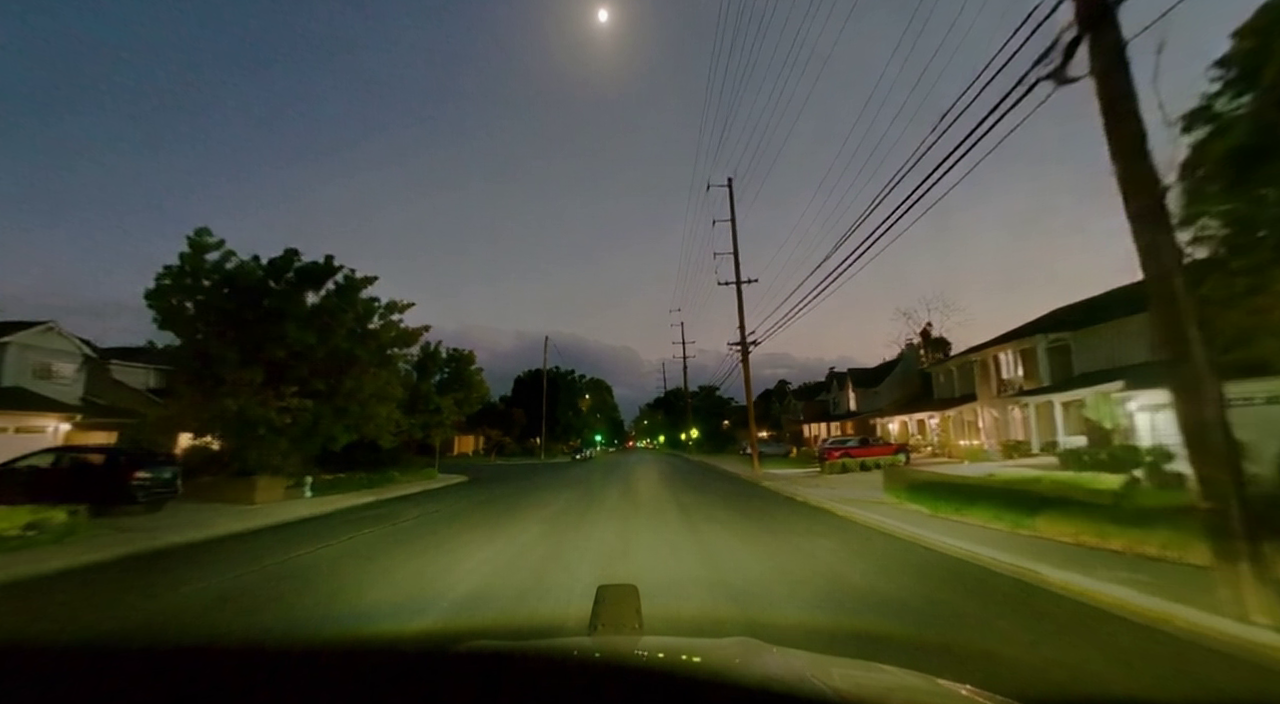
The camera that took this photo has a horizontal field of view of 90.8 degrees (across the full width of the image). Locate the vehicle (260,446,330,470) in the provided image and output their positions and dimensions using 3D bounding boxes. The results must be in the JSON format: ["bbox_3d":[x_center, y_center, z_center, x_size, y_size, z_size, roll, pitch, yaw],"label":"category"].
[{"bbox_3d":[-27.088,8.315,49.647,4.360,1.582,1.920,-2,-8,-2],"label":"vehicle"}]

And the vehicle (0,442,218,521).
[{"bbox_3d":[-12.574,2.799,14.070,4.893,1.567,2.105,0,-8,4],"label":"vehicle"}]

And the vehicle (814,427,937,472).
[{"bbox_3d":[10.409,4.340,28.298,4.686,1.786,2.019,-3,-8,6],"label":"vehicle"}]

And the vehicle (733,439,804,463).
[{"bbox_3d":[9.599,7.385,47.419,4.846,1.577,2.146,-2,-8,0],"label":"vehicle"}]
